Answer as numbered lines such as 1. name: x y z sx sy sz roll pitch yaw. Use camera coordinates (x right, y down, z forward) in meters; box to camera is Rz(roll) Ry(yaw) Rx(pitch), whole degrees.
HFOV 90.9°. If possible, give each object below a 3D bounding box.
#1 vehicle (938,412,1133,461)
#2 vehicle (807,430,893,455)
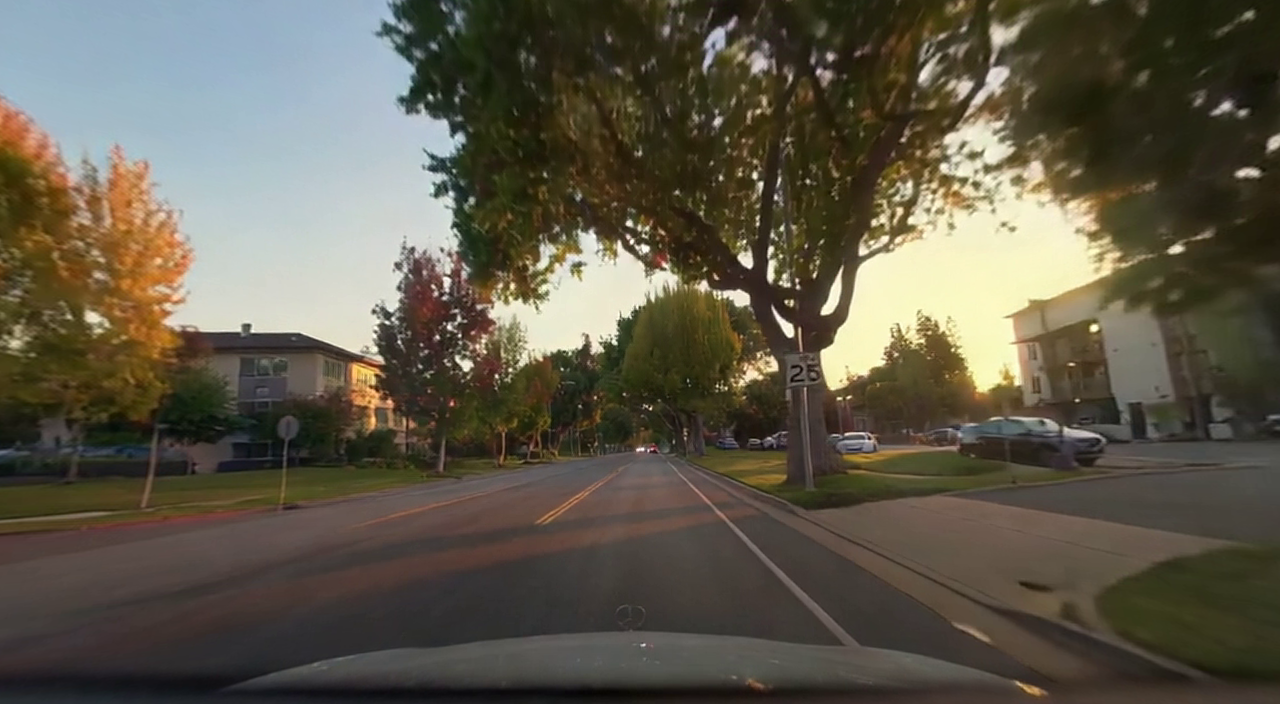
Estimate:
1. vehicle: 12.719 2.776 20.561 4.955 1.489 2.002 0 -9 2
2. vehicle: 13.111 5.679 39.519 4.529 1.490 2.168 1 -9 -5
